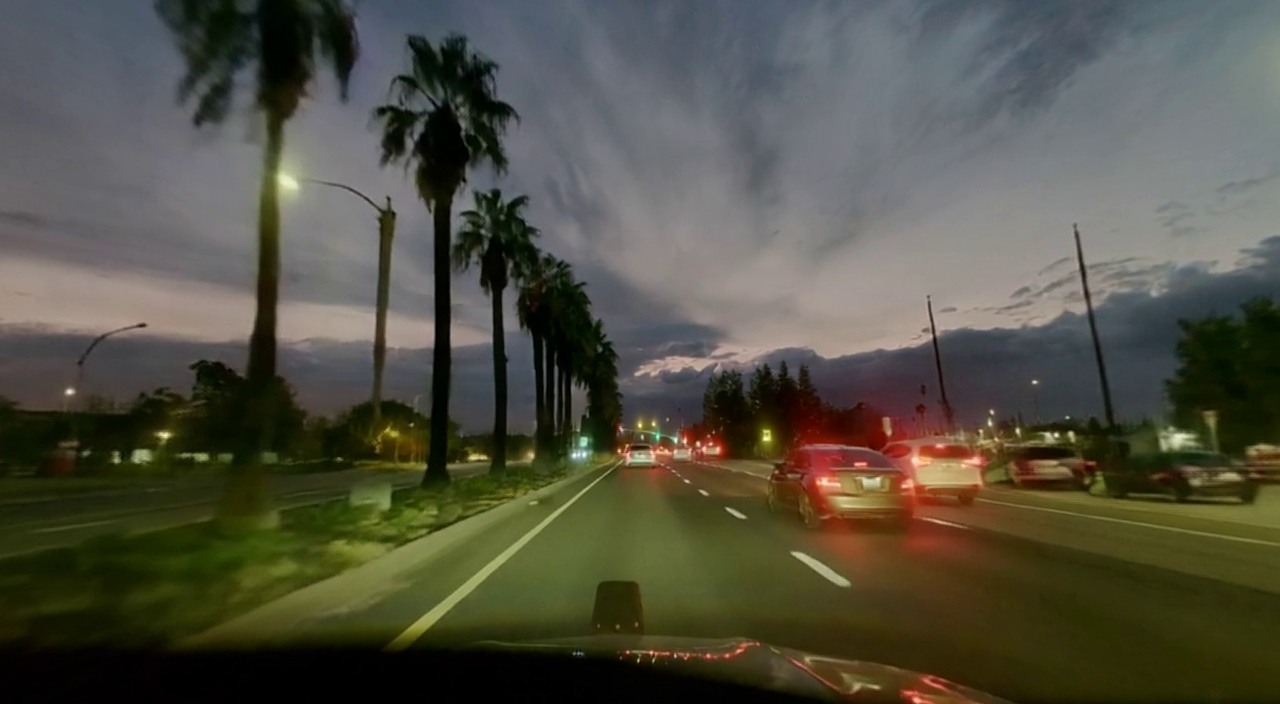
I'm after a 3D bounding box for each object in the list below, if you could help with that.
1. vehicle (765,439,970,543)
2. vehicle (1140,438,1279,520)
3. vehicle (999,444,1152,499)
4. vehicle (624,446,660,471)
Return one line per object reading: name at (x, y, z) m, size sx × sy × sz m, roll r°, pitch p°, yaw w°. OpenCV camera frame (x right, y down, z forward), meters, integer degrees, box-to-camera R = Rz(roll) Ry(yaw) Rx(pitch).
vehicle at (3.682, 2.316, 11.248) m, size 1.875 × 1.452 × 4.453 m, roll 0°, pitch -9°, yaw -2°
vehicle at (15.140, 3.070, 15.676) m, size 1.954 × 1.800 × 4.165 m, roll 0°, pitch -9°, yaw 0°
vehicle at (15.151, 4.140, 22.377) m, size 2.017 × 1.710 × 4.715 m, roll 0°, pitch -9°, yaw 0°
vehicle at (0.078, 6.404, 38.206) m, size 2.031 × 1.444 × 4.361 m, roll 0°, pitch -9°, yaw -1°
